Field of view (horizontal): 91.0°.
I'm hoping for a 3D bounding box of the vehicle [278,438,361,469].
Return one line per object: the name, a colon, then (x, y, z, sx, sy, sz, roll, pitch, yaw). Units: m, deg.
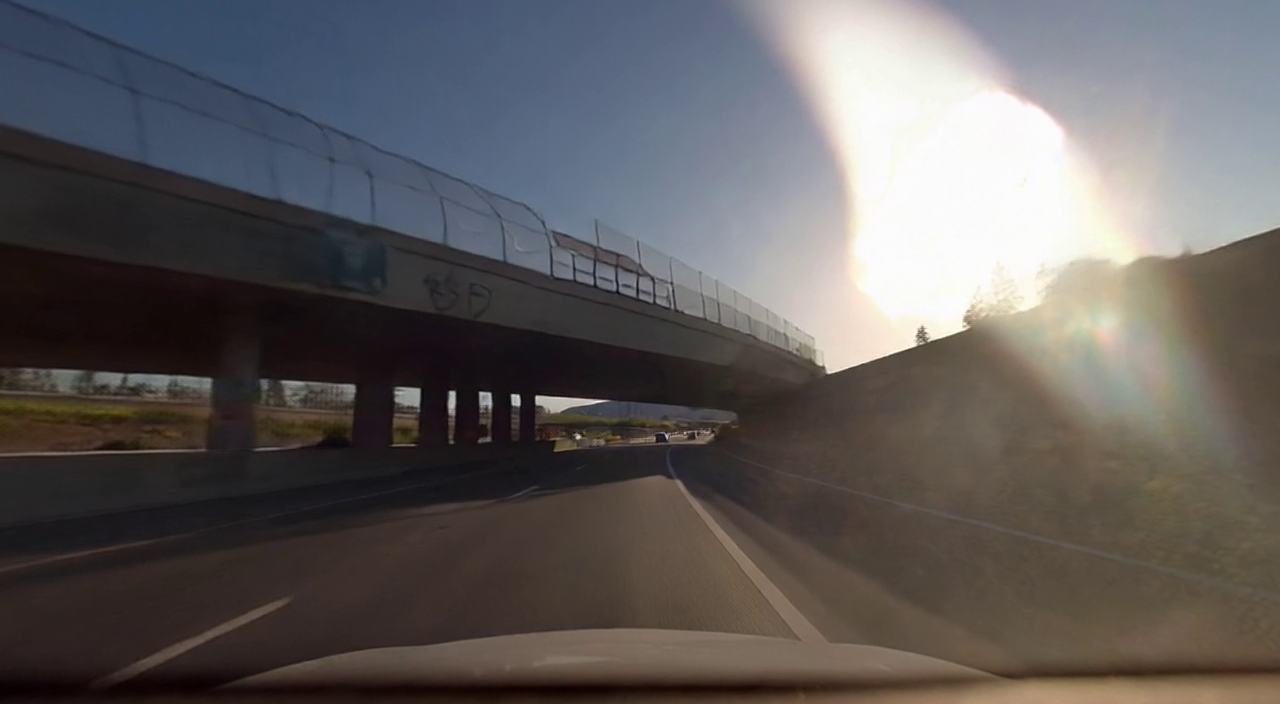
vehicle: (-17.091, 5.413, 33.829, 1.992, 1.547, 4.627, 0, -8, 1)
